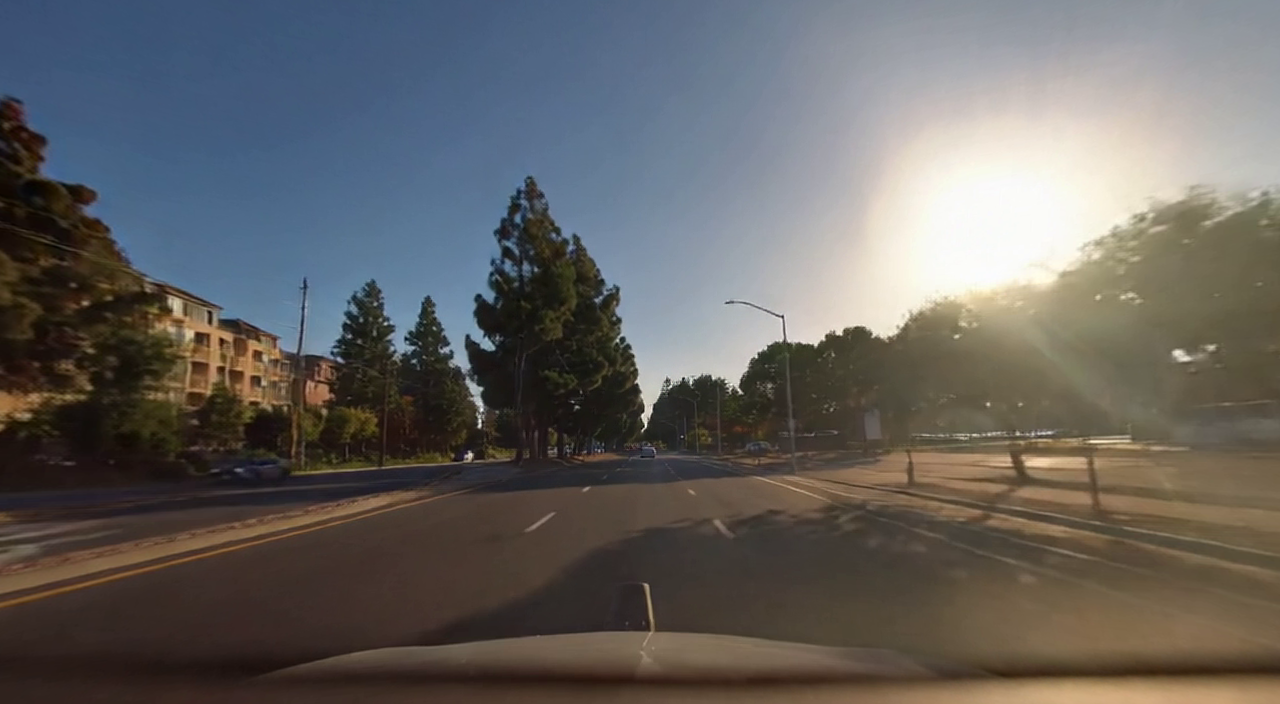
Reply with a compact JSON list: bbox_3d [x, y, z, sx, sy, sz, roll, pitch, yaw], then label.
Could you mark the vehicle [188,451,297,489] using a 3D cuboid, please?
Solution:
[{"bbox_3d":[-18.308,5.428,29.336,1.874,1.467,4.649,-2,-8,3],"label":"vehicle"}]
